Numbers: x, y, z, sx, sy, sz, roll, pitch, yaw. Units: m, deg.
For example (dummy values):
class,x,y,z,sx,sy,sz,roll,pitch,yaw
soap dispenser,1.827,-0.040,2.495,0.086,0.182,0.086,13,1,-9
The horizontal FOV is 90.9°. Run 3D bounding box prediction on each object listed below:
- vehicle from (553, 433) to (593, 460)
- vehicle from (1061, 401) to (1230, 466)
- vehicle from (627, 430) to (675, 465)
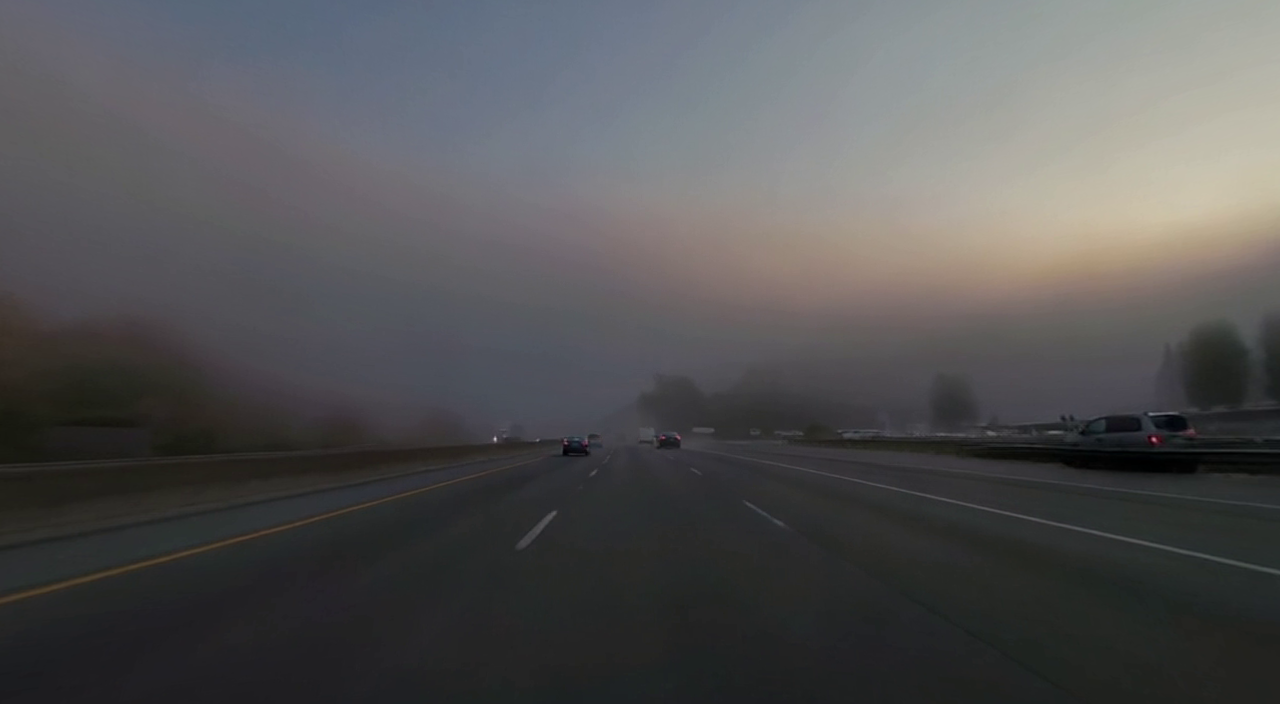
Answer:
class,x,y,z,sx,sy,sz,roll,pitch,yaw
vehicle,-3.963,5.678,37.982,2.014,1.471,4.380,0,-8,-1
vehicle,21.779,3.608,27.670,2.232,2.540,6.015,0,-8,-1
vehicle,0.446,4.545,30.064,2.086,1.554,3.875,0,-8,-2
